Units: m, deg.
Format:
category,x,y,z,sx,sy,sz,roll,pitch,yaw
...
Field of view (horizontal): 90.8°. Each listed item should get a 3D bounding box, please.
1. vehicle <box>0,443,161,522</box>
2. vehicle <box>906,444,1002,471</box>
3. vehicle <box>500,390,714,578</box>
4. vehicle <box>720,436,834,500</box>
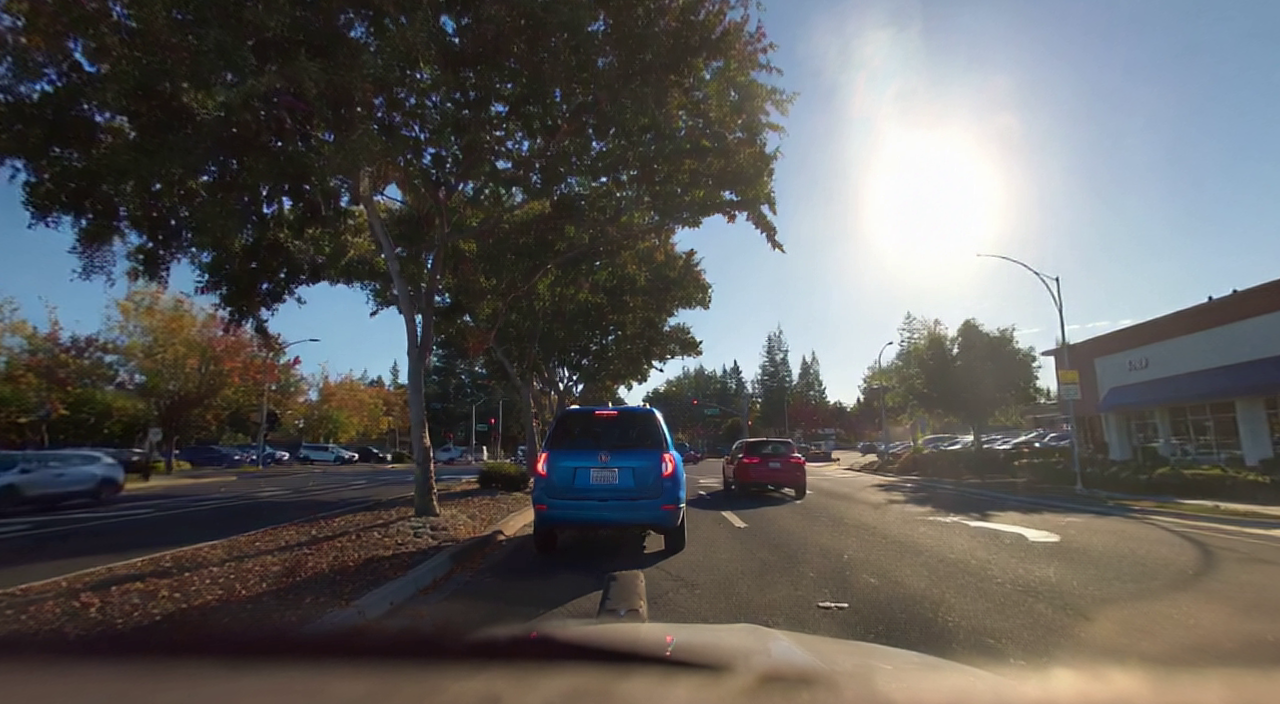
category,x,y,z,sx,sy,sz,roll,pitch,yaw
vehicle,-12.932,2.688,13.451,1.983,1.460,4.456,0,-9,0
vehicle,17.204,5.781,34.766,4.290,1.427,1.751,0,-9,2
vehicle,-0.300,1.647,8.624,2.096,1.837,4.687,0,-9,1
vehicle,3.660,3.205,17.947,2.098,1.555,4.778,0,-9,-1
